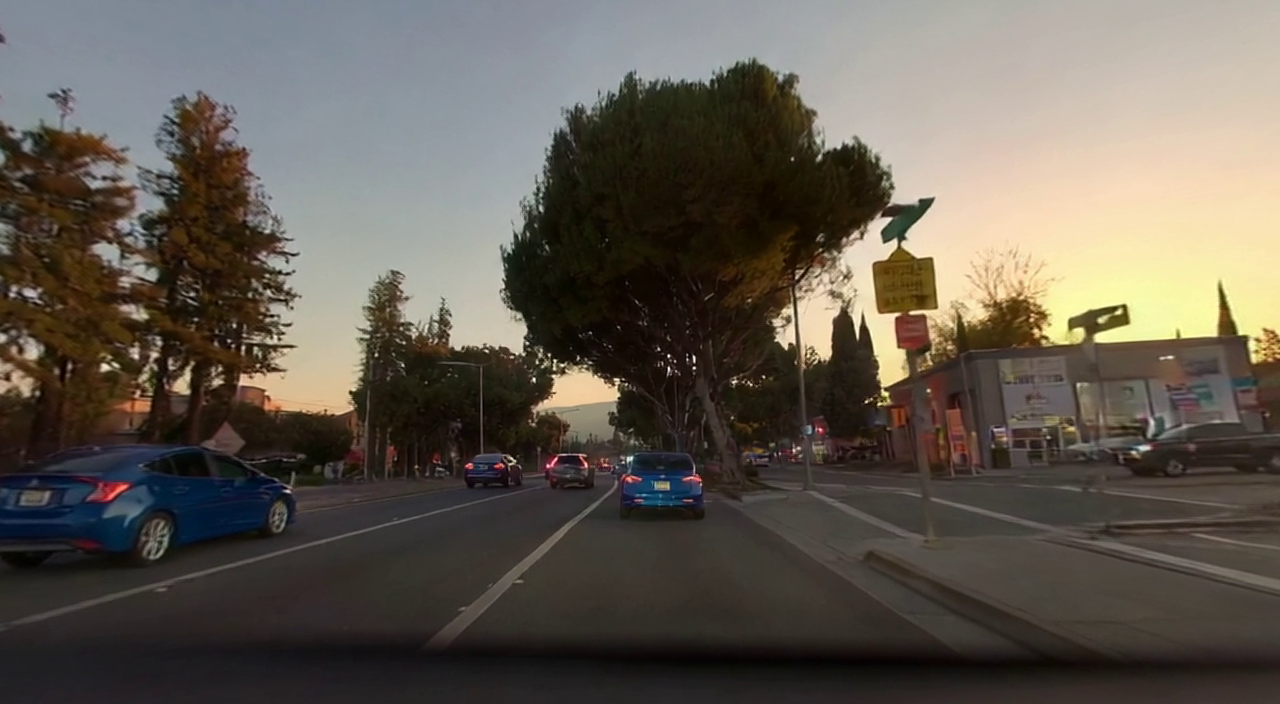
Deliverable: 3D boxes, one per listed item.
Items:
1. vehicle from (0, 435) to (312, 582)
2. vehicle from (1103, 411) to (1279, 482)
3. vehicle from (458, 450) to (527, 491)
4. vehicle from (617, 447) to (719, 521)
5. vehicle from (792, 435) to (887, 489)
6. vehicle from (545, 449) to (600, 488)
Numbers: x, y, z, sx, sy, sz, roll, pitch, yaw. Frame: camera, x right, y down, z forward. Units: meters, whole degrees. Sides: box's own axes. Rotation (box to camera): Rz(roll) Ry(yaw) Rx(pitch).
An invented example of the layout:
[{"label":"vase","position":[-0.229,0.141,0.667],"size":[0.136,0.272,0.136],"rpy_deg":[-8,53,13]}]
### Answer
[{"label":"vehicle","position":[-7.033,2.110,9.378],"size":[1.968,1.657,4.230],"rpy_deg":[0,-9,1]},{"label":"vehicle","position":[17.937,2.872,19.148],"size":[5.852,1.962,2.323],"rpy_deg":[-7,-11,41]},{"label":"vehicle","position":[-6.869,5.525,29.779],"size":[2.032,1.767,4.549],"rpy_deg":[0,-9,1]},{"label":"vehicle","position":[0.604,3.021,14.972],"size":[2.091,1.494,3.962],"rpy_deg":[0,-9,1]},{"label":"vehicle","position":[8.751,4.853,28.349],"size":[2.412,2.116,5.939],"rpy_deg":[0,-8,1]},{"label":"vehicle","position":[-3.230,5.676,31.091],"size":[2.055,1.725,4.732],"rpy_deg":[0,-9,2]}]
